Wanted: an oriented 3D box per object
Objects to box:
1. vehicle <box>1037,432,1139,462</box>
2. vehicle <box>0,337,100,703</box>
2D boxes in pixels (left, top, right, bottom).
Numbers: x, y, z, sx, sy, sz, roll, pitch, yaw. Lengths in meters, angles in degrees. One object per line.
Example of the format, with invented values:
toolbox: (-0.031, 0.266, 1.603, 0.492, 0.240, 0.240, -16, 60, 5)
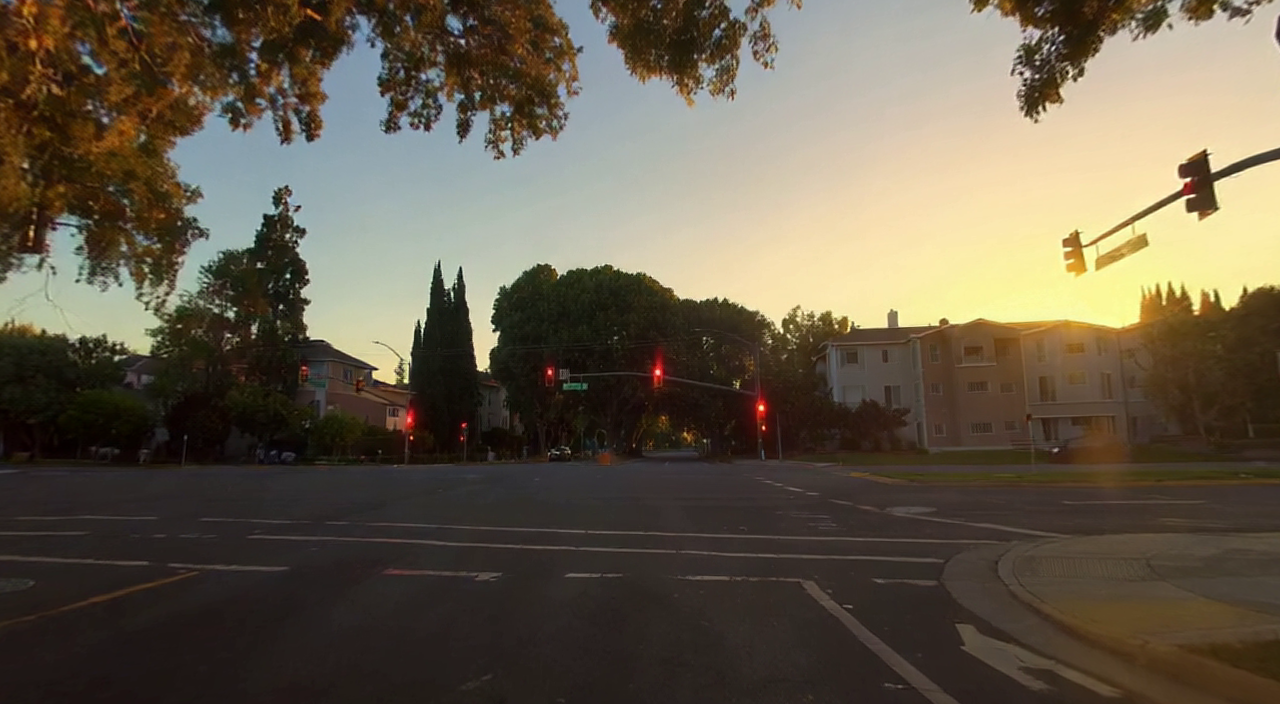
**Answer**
vehicle: (23.165, 4.929, 32.768, 3.952, 1.468, 1.768, -3, -9, 22)
vehicle: (-3.264, 0.524, 0.404, 1.954, 1.689, 4.347, 0, -8, 0)
